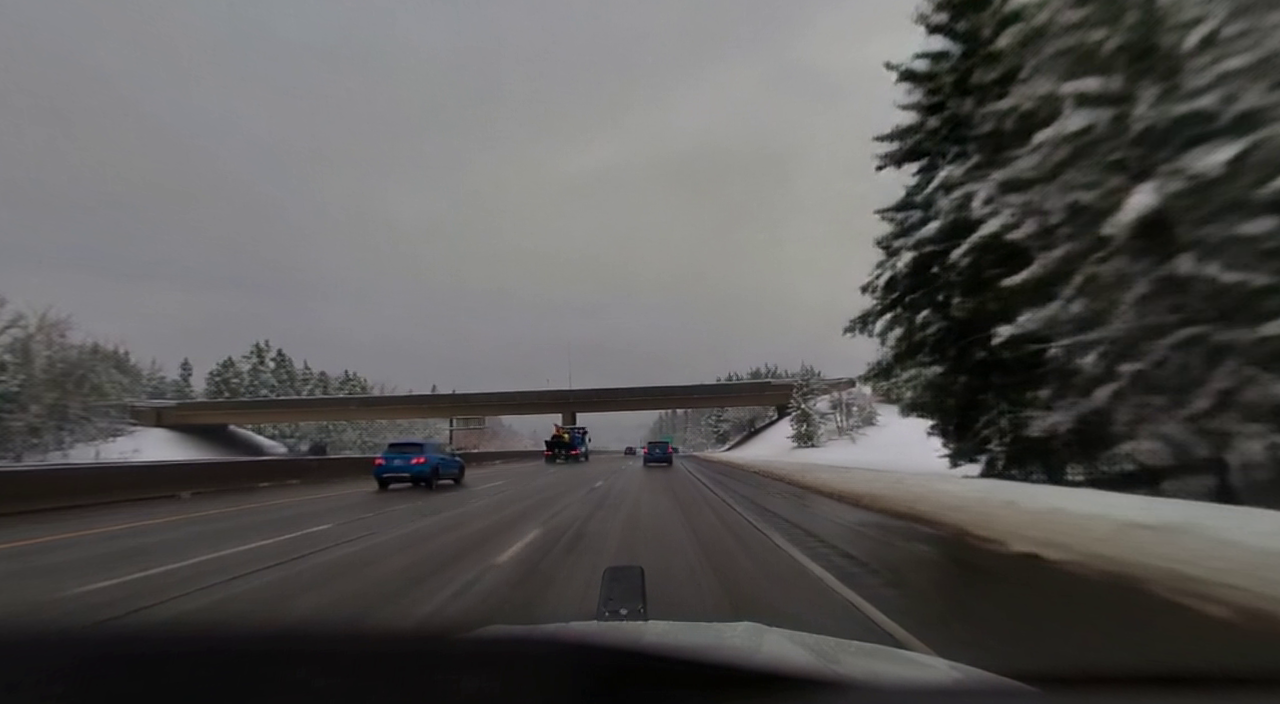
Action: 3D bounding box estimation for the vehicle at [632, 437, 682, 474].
[{"bbox_3d":[0.855,5.167,31.713,2.336,1.722,4.212,0,-8,2],"label":"vehicle"}]

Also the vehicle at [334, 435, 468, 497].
[{"bbox_3d":[-6.986,3.369,19.089,2.115,1.644,4.513,0,-8,3],"label":"vehicle"}]

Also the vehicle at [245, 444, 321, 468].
[{"bbox_3d":[-24.212,7.055,43.069,1.950,1.527,5.235,0,-8,2],"label":"vehicle"}]
